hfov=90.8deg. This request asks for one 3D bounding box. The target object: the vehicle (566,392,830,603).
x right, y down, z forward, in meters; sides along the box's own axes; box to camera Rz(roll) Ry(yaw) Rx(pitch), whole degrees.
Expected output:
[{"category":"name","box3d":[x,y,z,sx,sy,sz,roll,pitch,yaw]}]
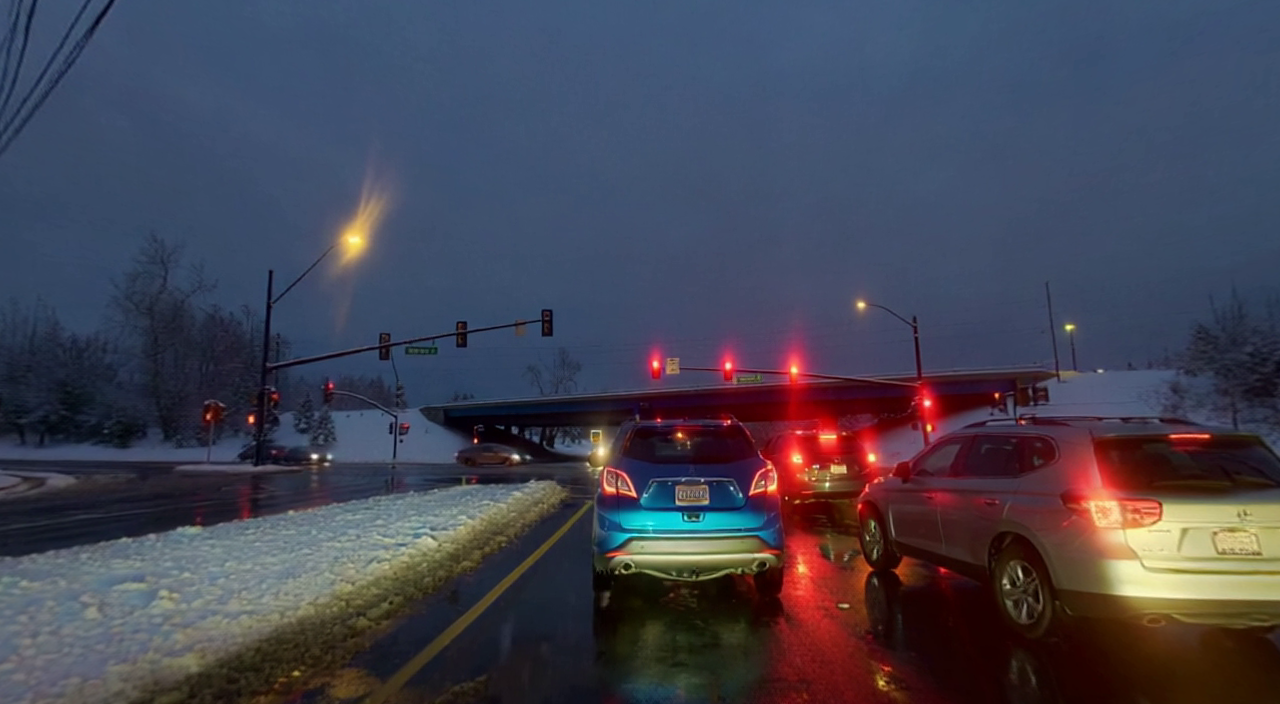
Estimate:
[{"category":"vehicle","box3d":[0.439,1.556,7.617,2.240,1.778,4.335,0,-8,-2]}]

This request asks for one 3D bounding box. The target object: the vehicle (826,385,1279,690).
[{"category":"vehicle","box3d":[3.405,1.348,5.812,1.990,1.649,4.625,0,-8,0]}]

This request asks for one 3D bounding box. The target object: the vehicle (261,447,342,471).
[{"category":"vehicle","box3d":[-21.859,6.860,40.821,4.411,1.466,1.998,-3,-9,16]}]

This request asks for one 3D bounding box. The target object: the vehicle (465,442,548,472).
[{"category":"vehicle","box3d":[-8.097,6.425,38.741,4.673,1.740,2.174,0,-8,-3]}]
